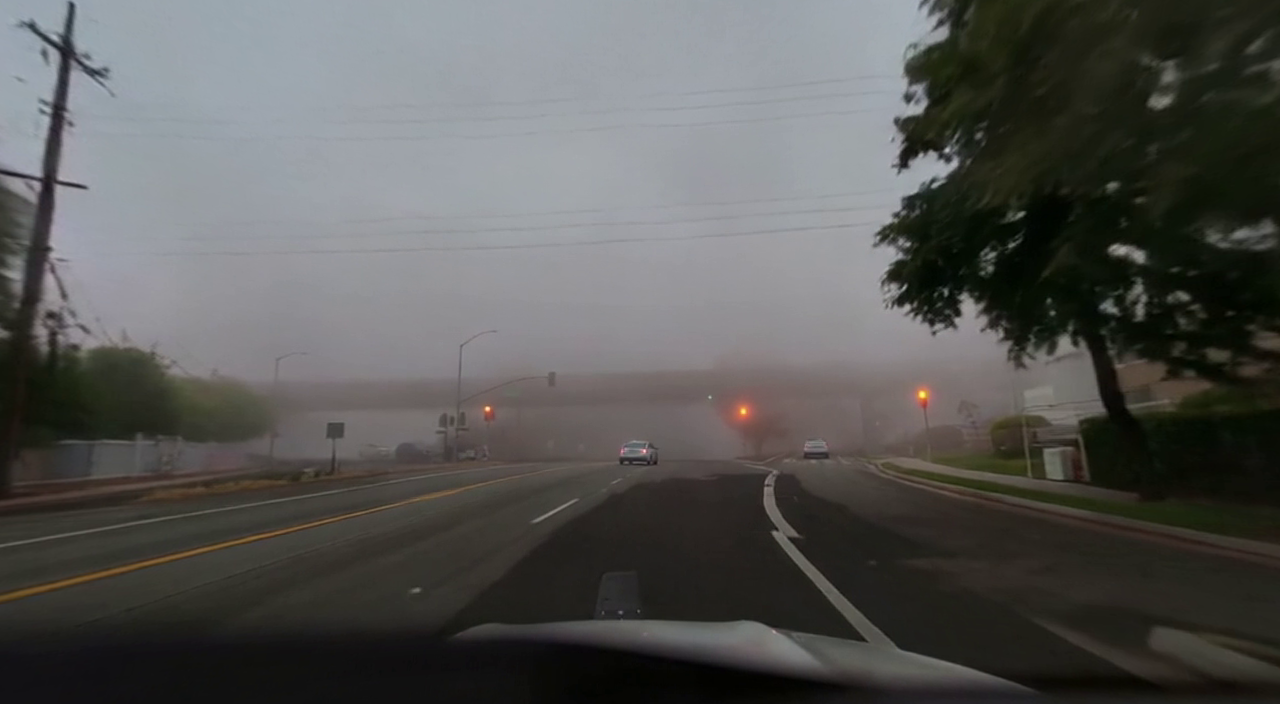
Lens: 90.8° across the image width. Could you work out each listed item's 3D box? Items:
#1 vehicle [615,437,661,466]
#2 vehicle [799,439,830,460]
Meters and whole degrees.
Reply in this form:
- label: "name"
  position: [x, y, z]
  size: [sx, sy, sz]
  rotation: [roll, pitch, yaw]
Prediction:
- label: "vehicle"
  position: [-0.037, 5.541, 35.316]
  size: [1.997, 1.542, 4.202]
  rotation: [-1, -8, 7]
- label: "vehicle"
  position: [13.308, 7.401, 48.022]
  size: [2.058, 1.475, 4.587]
  rotation: [-3, -9, 18]
